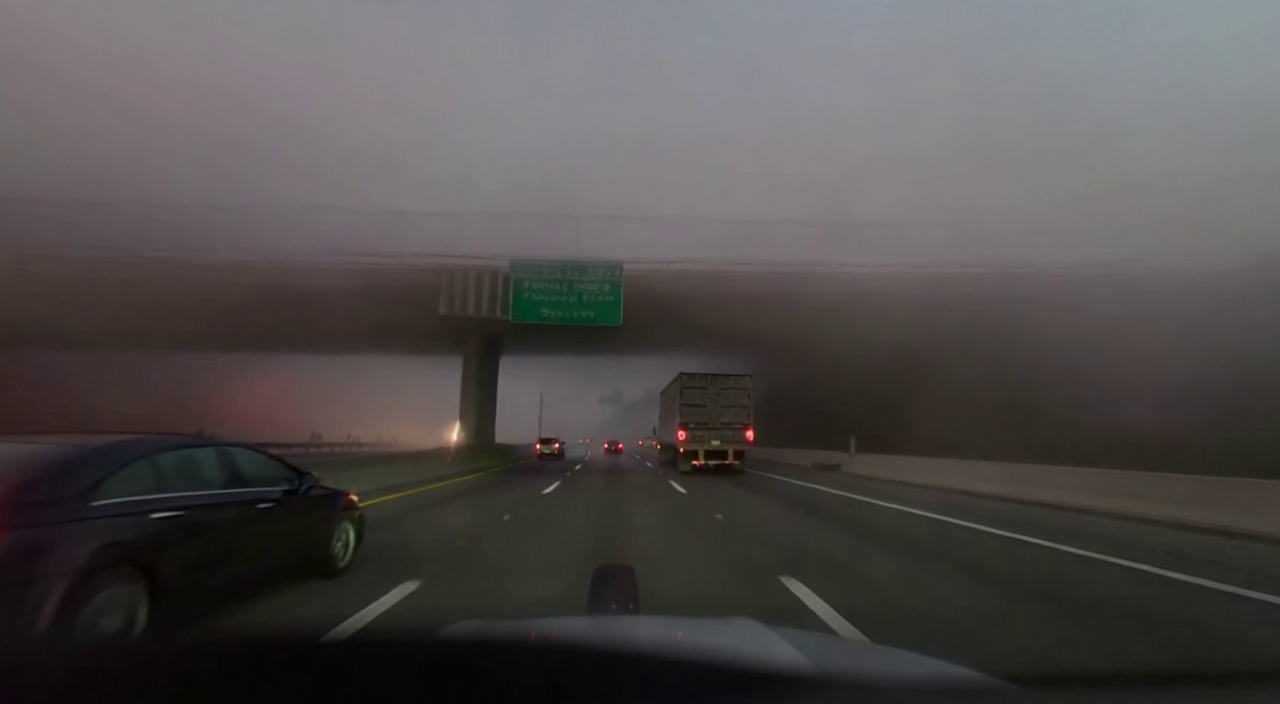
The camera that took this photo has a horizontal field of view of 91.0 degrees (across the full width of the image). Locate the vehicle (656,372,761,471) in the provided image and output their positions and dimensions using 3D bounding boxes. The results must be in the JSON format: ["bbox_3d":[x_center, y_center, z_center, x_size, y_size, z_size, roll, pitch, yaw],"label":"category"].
[{"bbox_3d":[2.984,3.825,32.794,3.301,4.034,13.722,0,-8,-3],"label":"vehicle"}]

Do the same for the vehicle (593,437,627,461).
[{"bbox_3d":[-2.086,6.531,42.528,2.125,1.542,3.816,0,-8,-5],"label":"vehicle"}]

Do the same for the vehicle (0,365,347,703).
[{"bbox_3d":[-4.138,1.103,4.300,2.213,1.650,4.403,0,-8,-1],"label":"vehicle"}]

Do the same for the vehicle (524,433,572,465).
[{"bbox_3d":[-5.359,5.726,37.218,2.377,1.747,4.703,0,-8,-3],"label":"vehicle"}]
